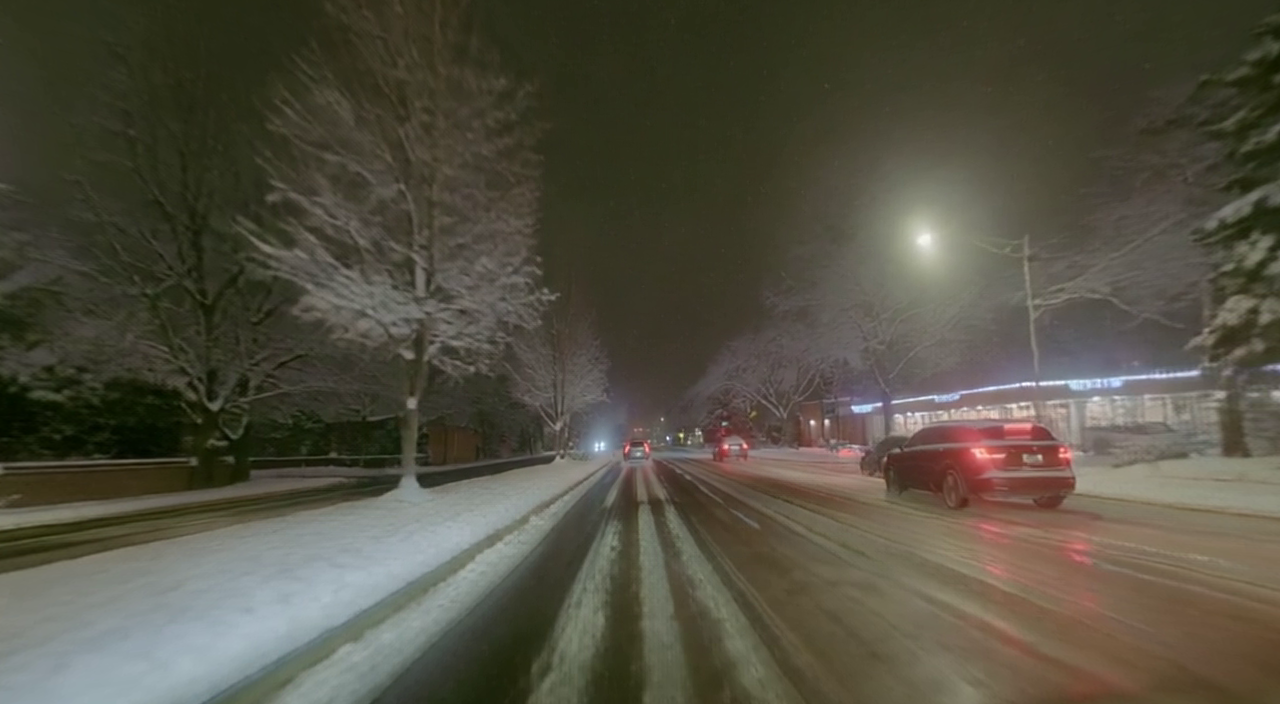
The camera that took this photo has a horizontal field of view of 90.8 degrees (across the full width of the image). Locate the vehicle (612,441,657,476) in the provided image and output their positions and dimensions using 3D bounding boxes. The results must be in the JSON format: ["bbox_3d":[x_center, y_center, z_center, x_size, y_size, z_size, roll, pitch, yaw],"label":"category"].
[{"bbox_3d":[-0.273,5.111,30.479,2.037,1.568,3.693,0,-8,0],"label":"vehicle"}]

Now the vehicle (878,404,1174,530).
[{"bbox_3d":[7.062,2.200,12.662,2.240,1.923,5.678,0,-8,-1],"label":"vehicle"}]

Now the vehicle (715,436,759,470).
[{"bbox_3d":[5.728,6.002,37.687,1.955,1.845,4.538,-1,-8,1],"label":"vehicle"}]
